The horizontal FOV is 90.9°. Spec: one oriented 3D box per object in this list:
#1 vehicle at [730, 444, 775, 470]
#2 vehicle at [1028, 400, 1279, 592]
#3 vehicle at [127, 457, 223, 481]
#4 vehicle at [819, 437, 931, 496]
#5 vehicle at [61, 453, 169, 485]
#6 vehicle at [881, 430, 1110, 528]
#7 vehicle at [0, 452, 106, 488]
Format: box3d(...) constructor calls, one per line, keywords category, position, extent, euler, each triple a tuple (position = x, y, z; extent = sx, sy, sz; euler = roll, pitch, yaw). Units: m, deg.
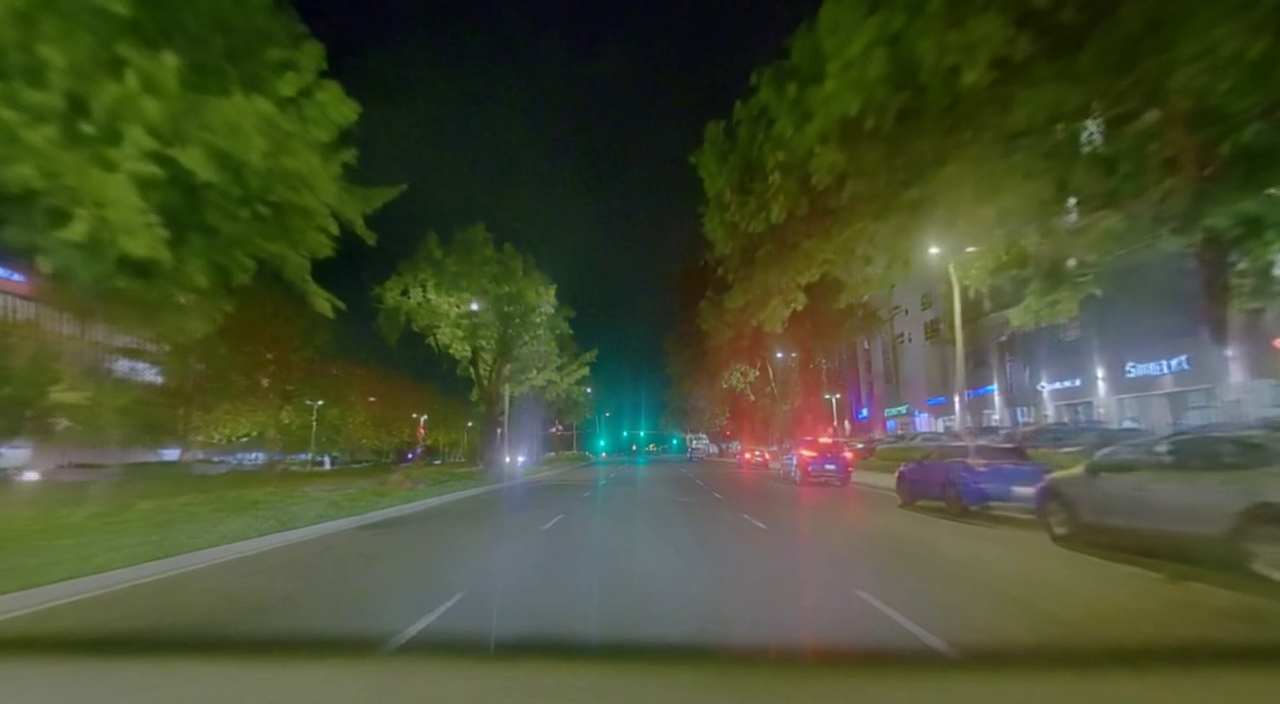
box3d(category="vehicle", position=(7.376, 6.910, 41.765), extent=(2.122, 1.602, 4.928), euler=(-1, -9, 1))
box3d(category="vehicle", position=(6.886, 1.492, 6.984), extent=(2.084, 1.736, 4.754), euler=(0, -9, 0))
box3d(category="vehicle", position=(-31.452, 7.901, 42.739), extent=(4.795, 1.555, 2.221), euler=(0, -9, 2))
box3d(category="vehicle", position=(7.141, 3.500, 19.679), extent=(1.919, 1.616, 4.315), euler=(0, -8, 1))
box3d(category="vehicle", position=(-32.225, 7.178, 38.754), extent=(4.663, 1.861, 2.194), euler=(0, -9, 2))
box3d(category="vehicle", position=(6.945, 2.515, 13.124), extent=(1.986, 1.634, 4.783), euler=(0, -8, 0))
box3d(category="vehicle", position=(-32.265, 6.339, 33.895), extent=(4.963, 1.714, 2.311), euler=(-2, -9, -1))
